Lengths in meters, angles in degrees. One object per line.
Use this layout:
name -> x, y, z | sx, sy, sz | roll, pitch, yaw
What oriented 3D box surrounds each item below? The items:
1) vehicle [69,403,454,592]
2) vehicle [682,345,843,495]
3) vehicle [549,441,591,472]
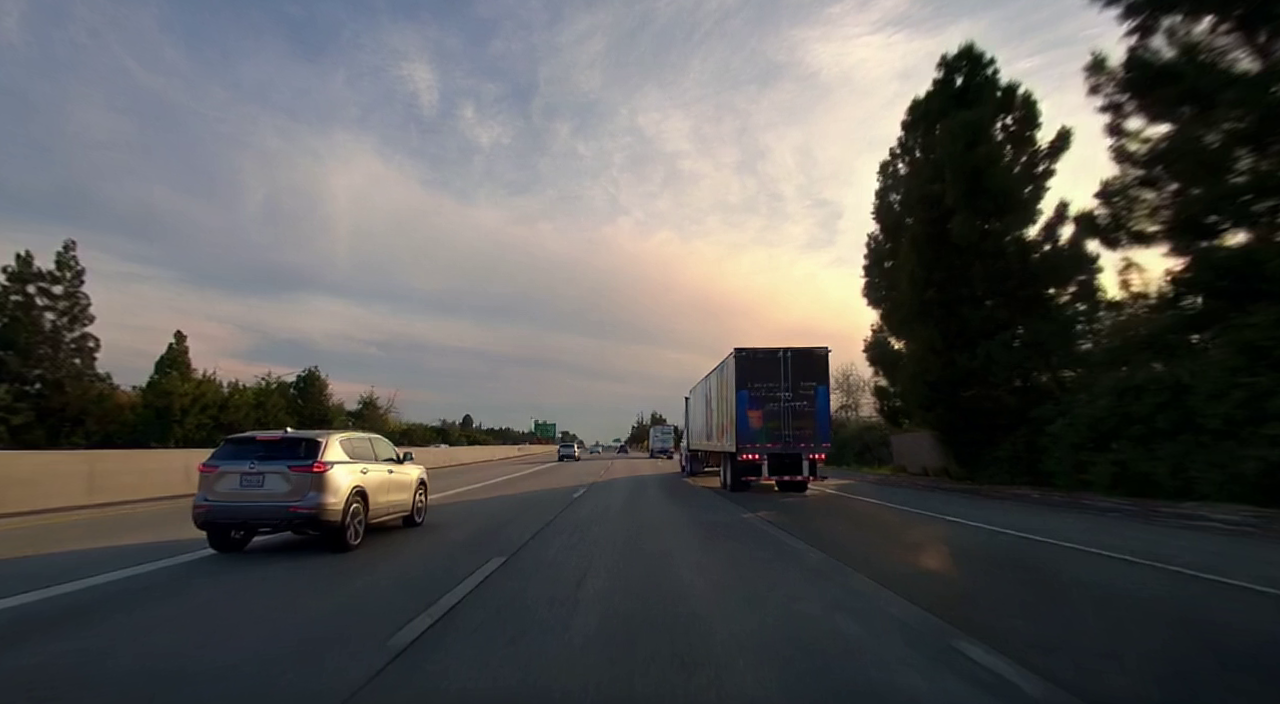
vehicle -> -4.262, 1.728, 8.312 | 2.202, 1.760, 4.617 | 0, -9, 0
vehicle -> 3.723, 2.854, 23.814 | 2.933, 4.016, 13.949 | 0, -9, -1
vehicle -> -4.234, 6.393, 38.604 | 2.139, 1.716, 4.530 | 0, -9, -1
